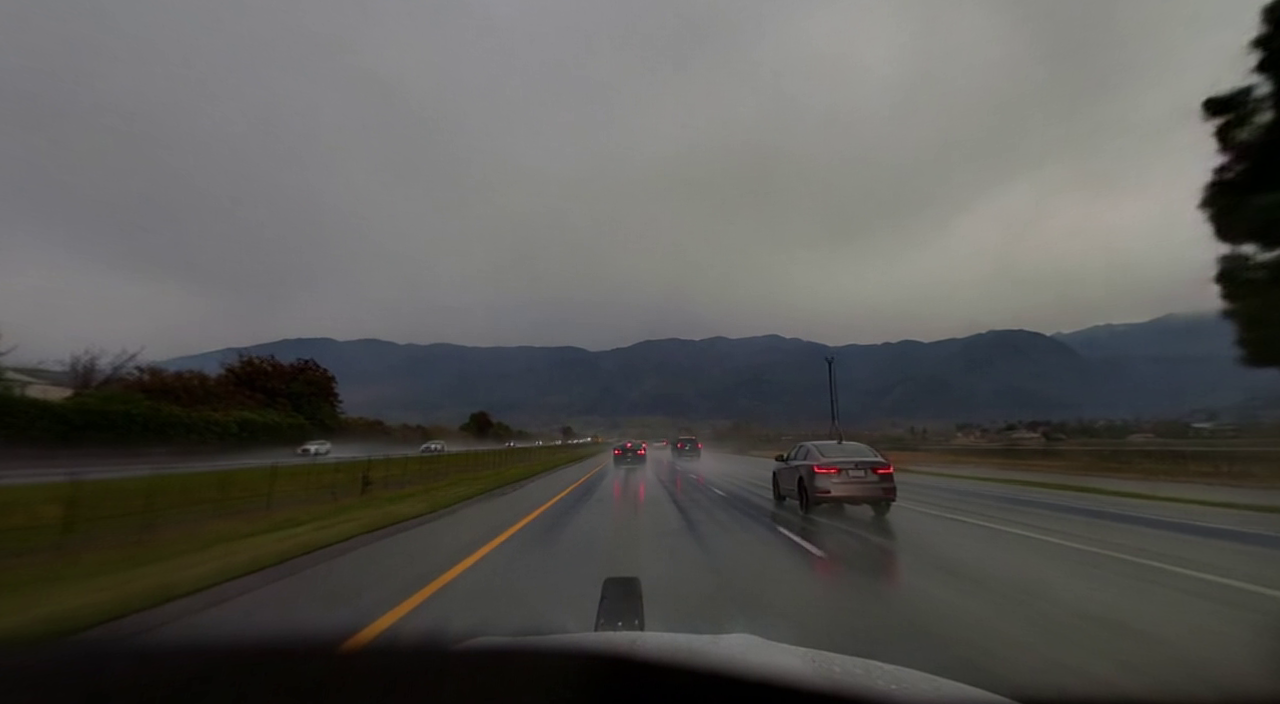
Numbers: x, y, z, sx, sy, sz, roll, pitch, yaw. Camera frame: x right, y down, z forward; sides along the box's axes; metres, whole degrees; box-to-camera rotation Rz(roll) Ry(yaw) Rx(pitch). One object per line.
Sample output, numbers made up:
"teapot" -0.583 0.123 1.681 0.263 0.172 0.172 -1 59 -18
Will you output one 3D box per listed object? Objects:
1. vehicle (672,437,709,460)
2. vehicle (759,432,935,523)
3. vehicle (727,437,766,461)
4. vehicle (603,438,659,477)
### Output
"vehicle" 3.822 7.455 48.604 2.436 1.704 4.694 0 -8 0
"vehicle" 3.772 2.357 12.370 1.957 1.447 4.241 0 -9 -1
"vehicle" 7.667 7.041 45.741 1.996 1.637 3.990 0 -9 -2
"vehicle" -0.331 4.237 25.475 2.085 1.449 3.860 0 -8 0
